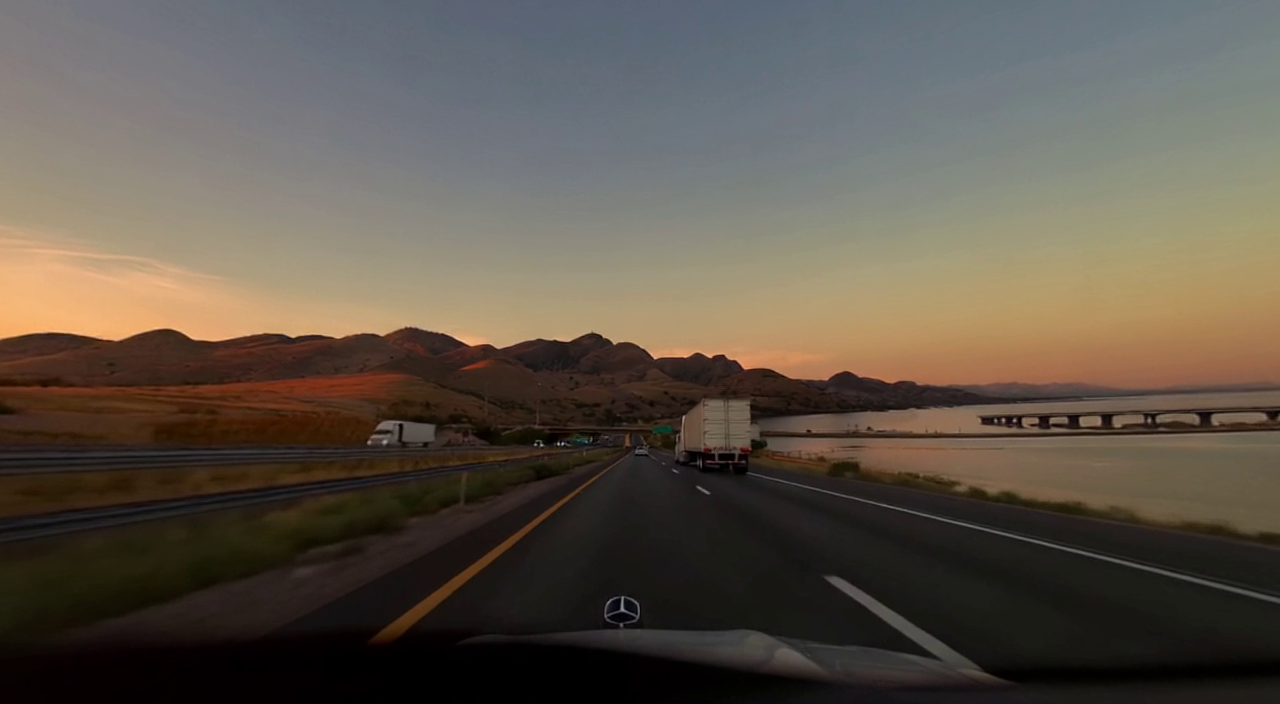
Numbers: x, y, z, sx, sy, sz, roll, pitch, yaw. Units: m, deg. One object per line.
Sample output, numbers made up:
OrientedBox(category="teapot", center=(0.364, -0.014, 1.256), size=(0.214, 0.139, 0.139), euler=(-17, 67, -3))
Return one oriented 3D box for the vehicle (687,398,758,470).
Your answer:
OrientedBox(category="vehicle", center=(5.150, 5.632, 42.178), size=(3.035, 4.005, 13.454), euler=(0, -9, 0))
